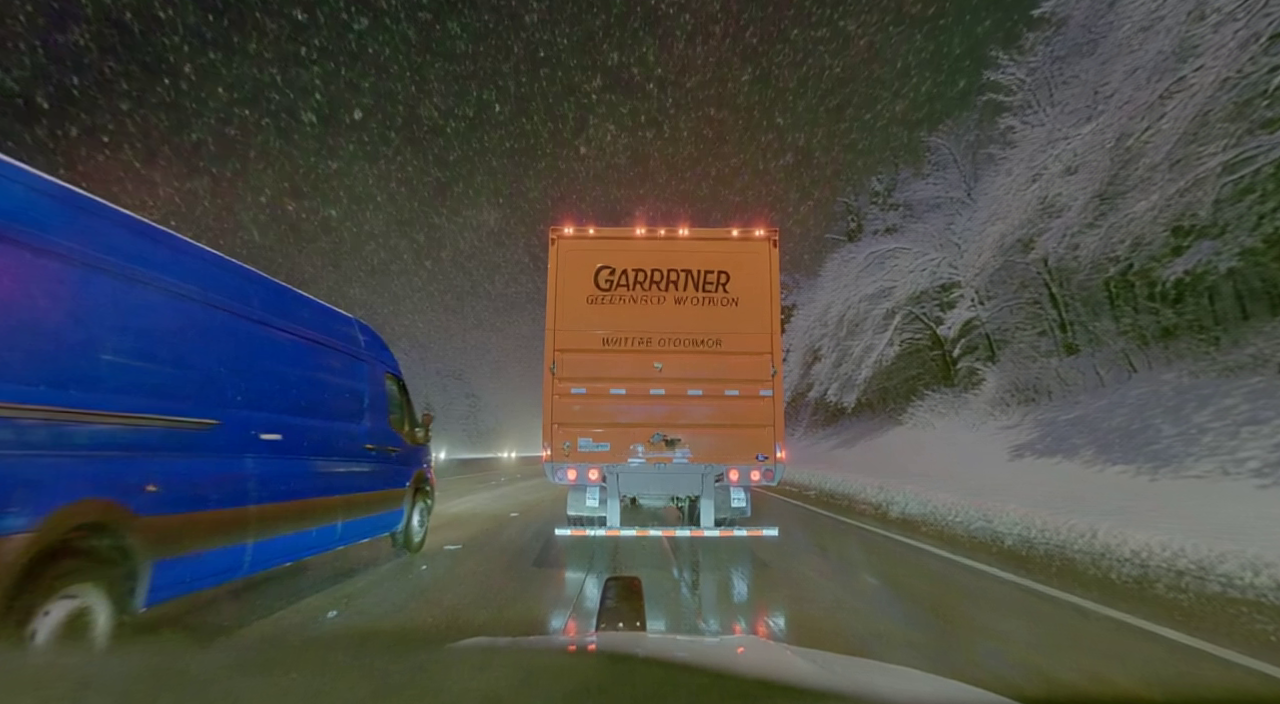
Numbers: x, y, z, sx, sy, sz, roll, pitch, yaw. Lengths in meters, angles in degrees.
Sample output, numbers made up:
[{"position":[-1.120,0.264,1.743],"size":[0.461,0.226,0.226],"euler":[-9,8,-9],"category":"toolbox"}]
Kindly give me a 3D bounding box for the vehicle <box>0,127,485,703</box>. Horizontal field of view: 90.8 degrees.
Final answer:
[{"position":[-4.415,1.024,6.855],"size":[2.790,2.893,10.715],"euler":[0,-9,0],"category":"vehicle"}]

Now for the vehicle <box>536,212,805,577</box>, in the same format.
[{"position":[0.471,1.214,12.232],"size":[2.853,4.054,10.557],"euler":[0,-9,2],"category":"vehicle"}]
